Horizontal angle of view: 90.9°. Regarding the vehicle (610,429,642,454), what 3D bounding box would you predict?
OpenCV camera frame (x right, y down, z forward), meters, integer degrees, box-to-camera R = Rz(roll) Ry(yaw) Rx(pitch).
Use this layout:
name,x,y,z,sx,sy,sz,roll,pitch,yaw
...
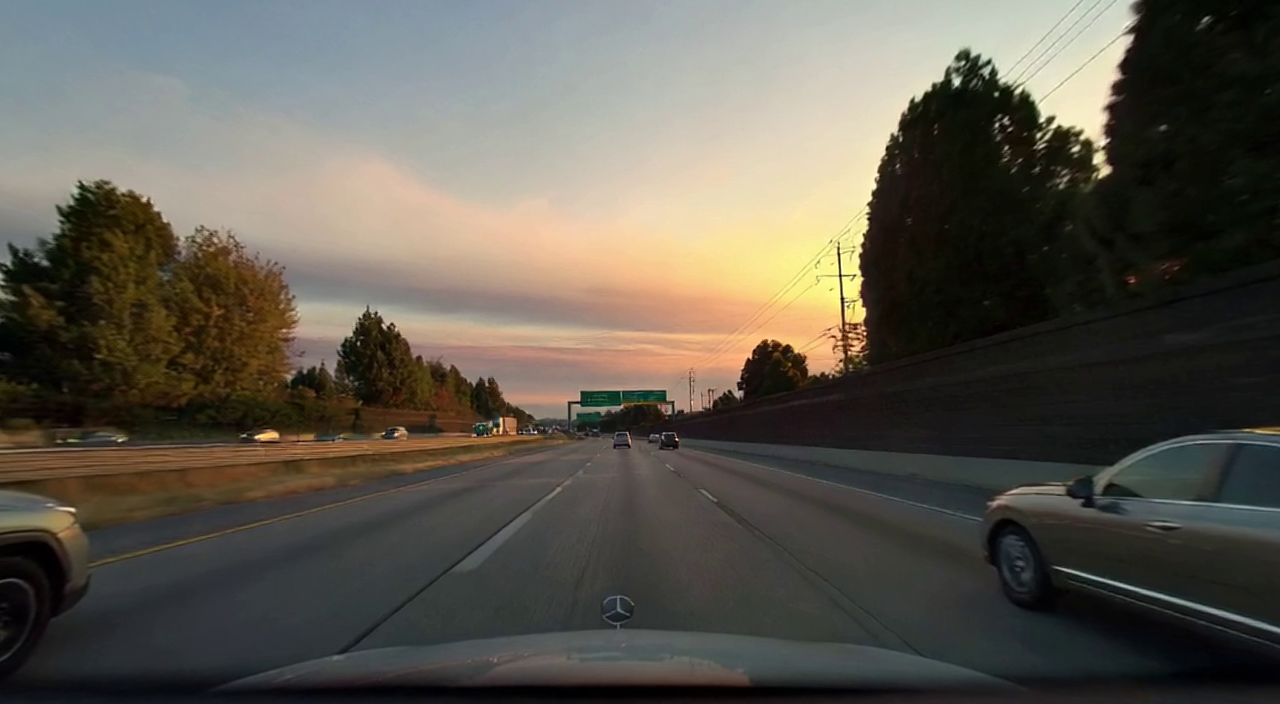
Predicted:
name,x,y,z,sx,sy,sz,roll,pitch,yaw
vehicle,-1.041,6.410,45.080,2.159,1.690,3.720,0,-7,-2

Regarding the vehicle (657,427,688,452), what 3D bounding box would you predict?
name,x,y,z,sx,sy,sz,roll,pitch,yaw
vehicle,2.552,6.931,49.861,1.976,1.905,3.263,1,-7,-5

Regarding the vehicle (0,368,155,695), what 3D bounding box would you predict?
name,x,y,z,sx,sy,sz,roll,pitch,yaw
vehicle,-4.163,0.738,1.962,2.100,1.590,4.077,0,-7,-2

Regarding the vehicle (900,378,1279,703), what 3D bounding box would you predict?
name,x,y,z,sx,sy,sz,roll,pitch,yaw
vehicle,3.400,0.996,3.340,2.063,1.537,4.465,0,-7,-1
